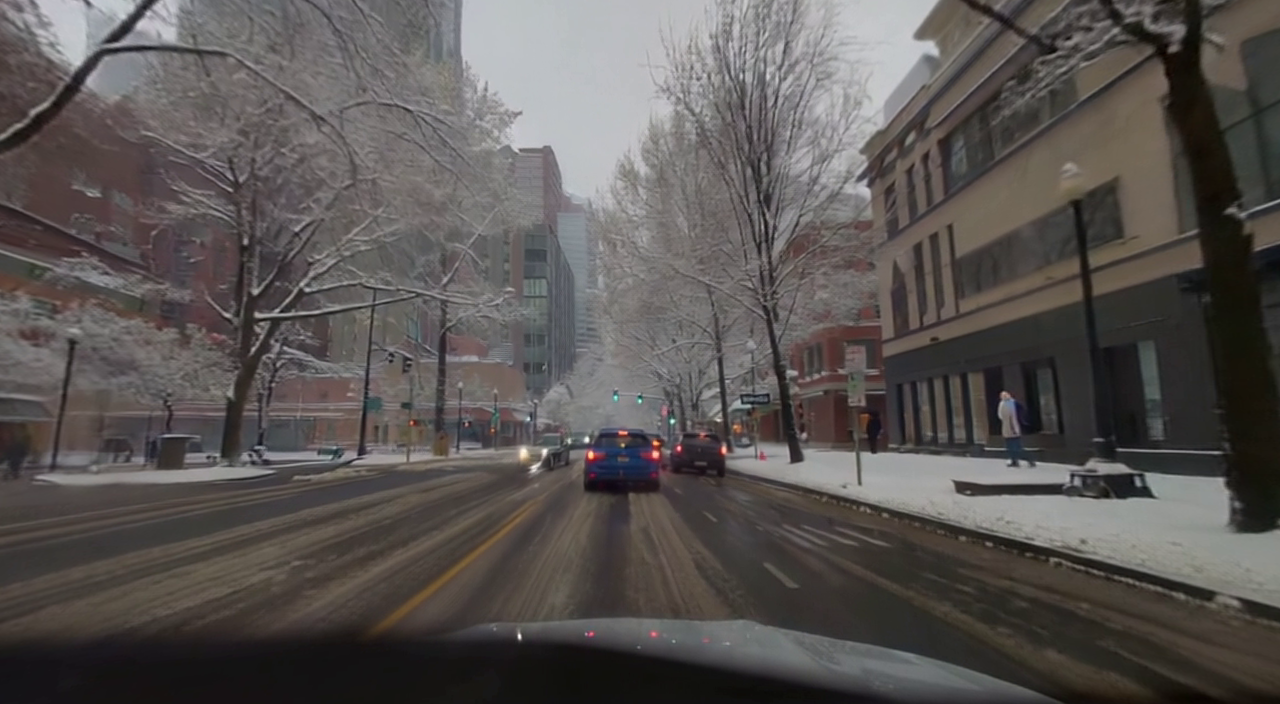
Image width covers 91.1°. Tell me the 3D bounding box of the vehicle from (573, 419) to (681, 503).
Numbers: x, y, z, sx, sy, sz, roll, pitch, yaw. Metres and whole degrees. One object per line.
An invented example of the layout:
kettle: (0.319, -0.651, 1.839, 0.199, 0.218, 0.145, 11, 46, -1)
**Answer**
vehicle: (-0.325, 2.569, 15.290, 2.274, 1.736, 4.083, 0, -8, -2)

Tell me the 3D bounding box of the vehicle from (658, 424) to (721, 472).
vehicle: (2.127, 4.311, 28.440, 2.147, 1.968, 4.478, 1, -8, -5)

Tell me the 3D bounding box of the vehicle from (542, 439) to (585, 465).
vehicle: (-4.461, 5.901, 37.395, 2.096, 1.415, 4.515, 0, -8, -1)
